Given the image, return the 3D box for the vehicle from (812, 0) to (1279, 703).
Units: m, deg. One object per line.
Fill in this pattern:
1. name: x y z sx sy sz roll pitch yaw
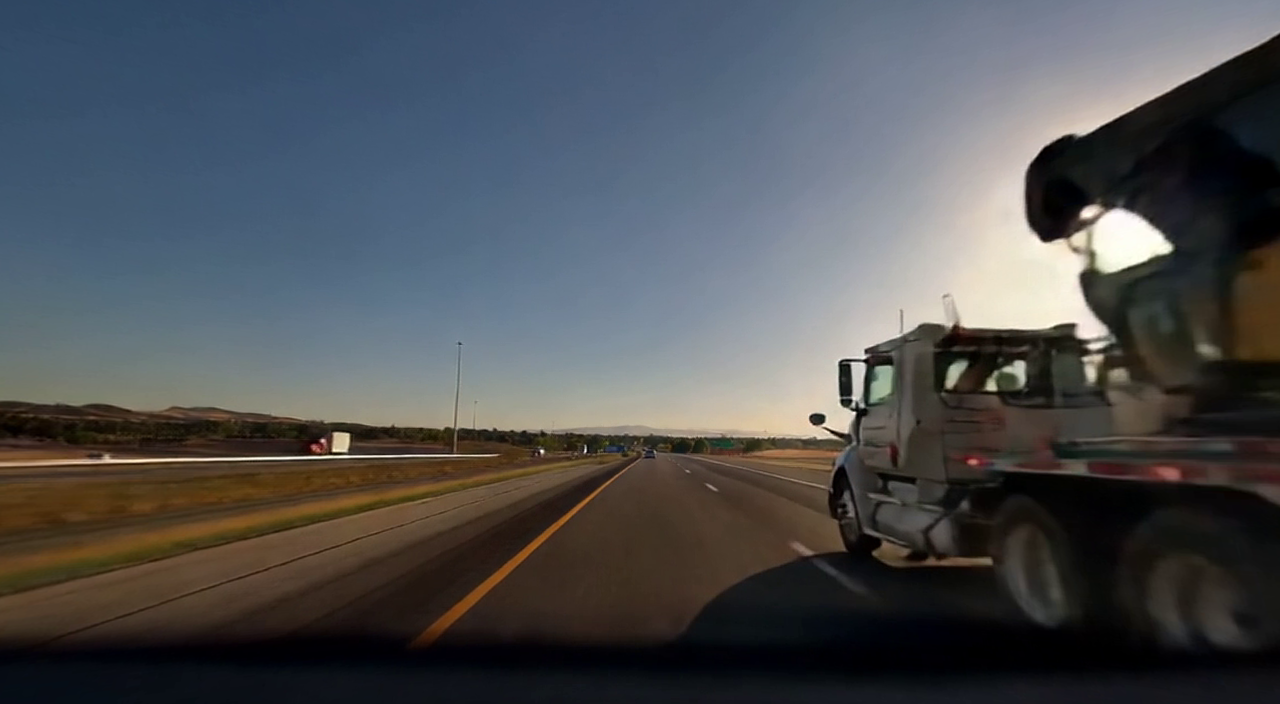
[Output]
1. vehicle: 3.965 0.419 3.789 3.342 2.931 9.266 -1 -8 1
